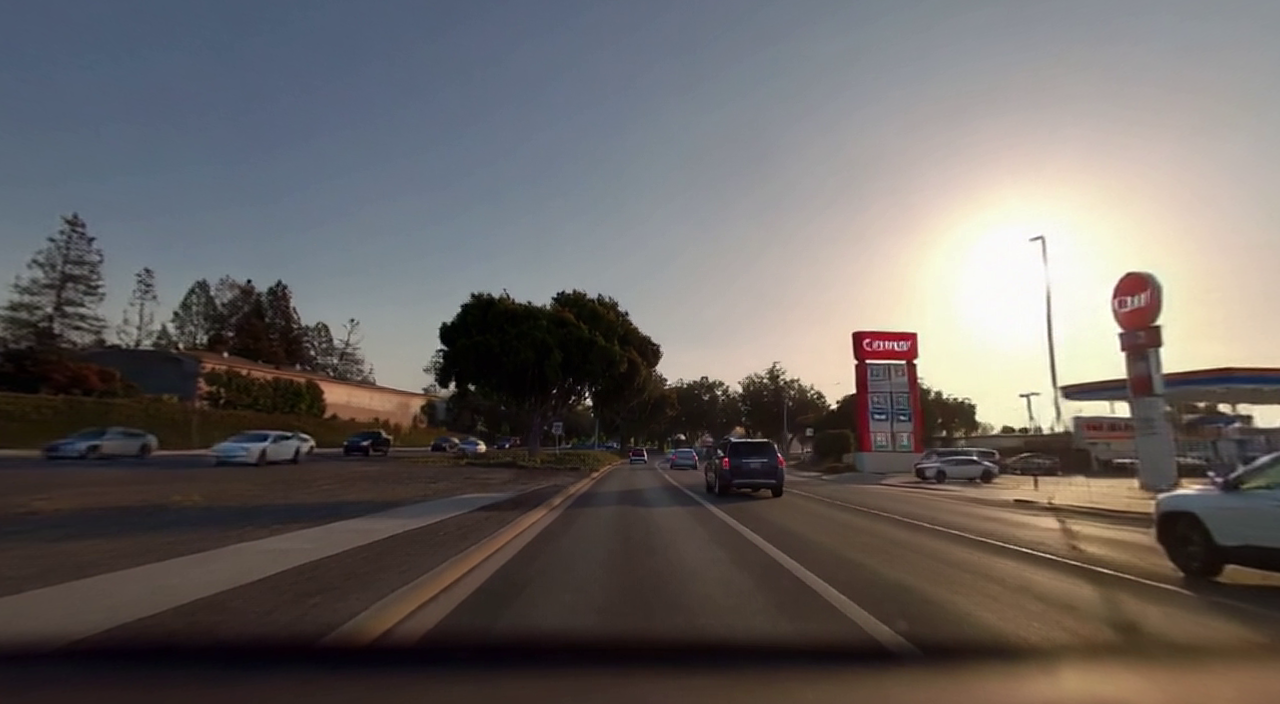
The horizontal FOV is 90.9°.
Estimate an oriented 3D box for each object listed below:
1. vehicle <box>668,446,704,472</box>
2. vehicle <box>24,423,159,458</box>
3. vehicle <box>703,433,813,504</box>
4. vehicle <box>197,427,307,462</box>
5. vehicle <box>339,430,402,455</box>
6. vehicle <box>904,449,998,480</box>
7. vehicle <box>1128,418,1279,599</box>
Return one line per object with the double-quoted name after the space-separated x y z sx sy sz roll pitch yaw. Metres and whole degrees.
2.941 6.932 41.149 2.012 1.612 4.114 0 -8 -1 "vehicle"
-24.293 3.957 28.173 1.953 1.427 4.369 0 -8 2 "vehicle"
3.203 3.290 18.291 2.184 1.777 4.712 0 -8 -1 "vehicle"
-17.416 4.201 28.596 1.920 1.473 4.524 0 -8 3 "vehicle"
-19.844 6.706 46.659 2.037 1.761 5.401 0 -8 3 "vehicle"
18.330 6.611 37.244 4.587 1.710 1.969 1 -9 -7 "vehicle"
6.659 1.347 5.240 1.881 1.604 4.289 0 -8 3 "vehicle"
